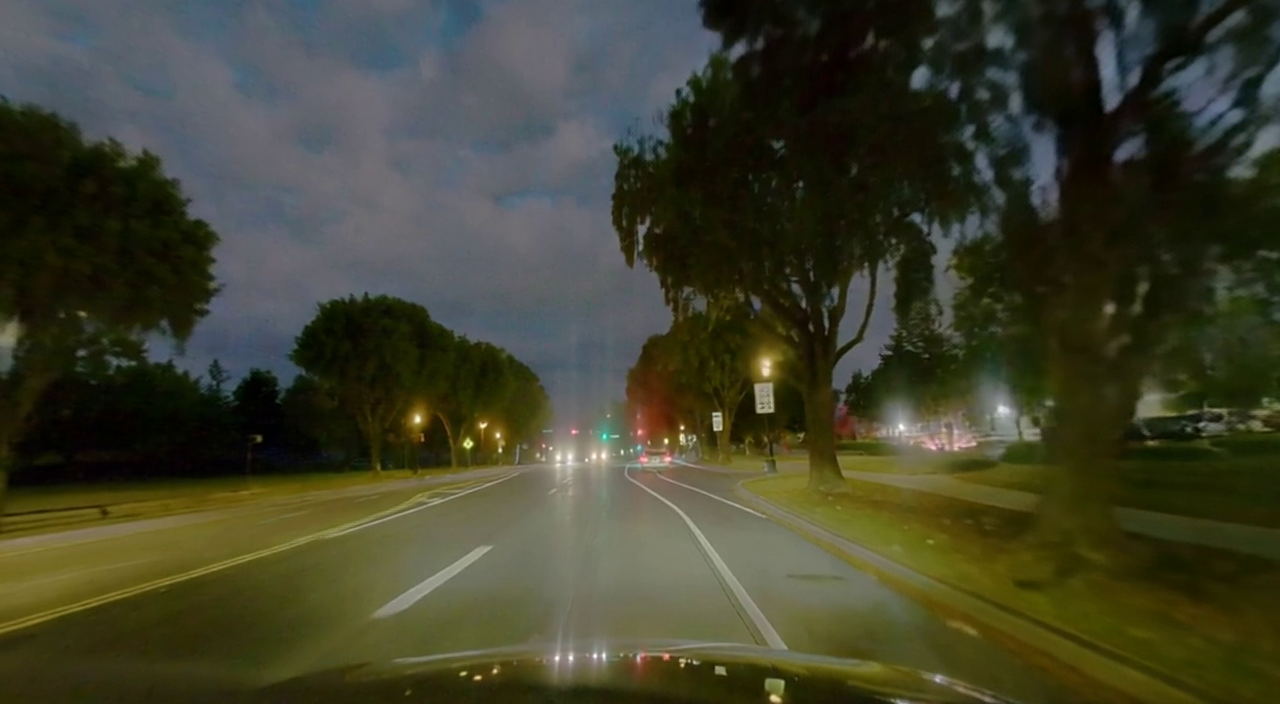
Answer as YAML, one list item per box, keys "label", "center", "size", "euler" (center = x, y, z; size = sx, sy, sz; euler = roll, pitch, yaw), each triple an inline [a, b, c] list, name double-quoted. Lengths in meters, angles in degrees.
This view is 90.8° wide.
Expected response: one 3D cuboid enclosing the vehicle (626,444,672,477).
- label: "vehicle"
  center: [0.507, 5.329, 31.273]
  size: [2.111, 1.466, 4.223]
  euler: [-1, -9, 2]
